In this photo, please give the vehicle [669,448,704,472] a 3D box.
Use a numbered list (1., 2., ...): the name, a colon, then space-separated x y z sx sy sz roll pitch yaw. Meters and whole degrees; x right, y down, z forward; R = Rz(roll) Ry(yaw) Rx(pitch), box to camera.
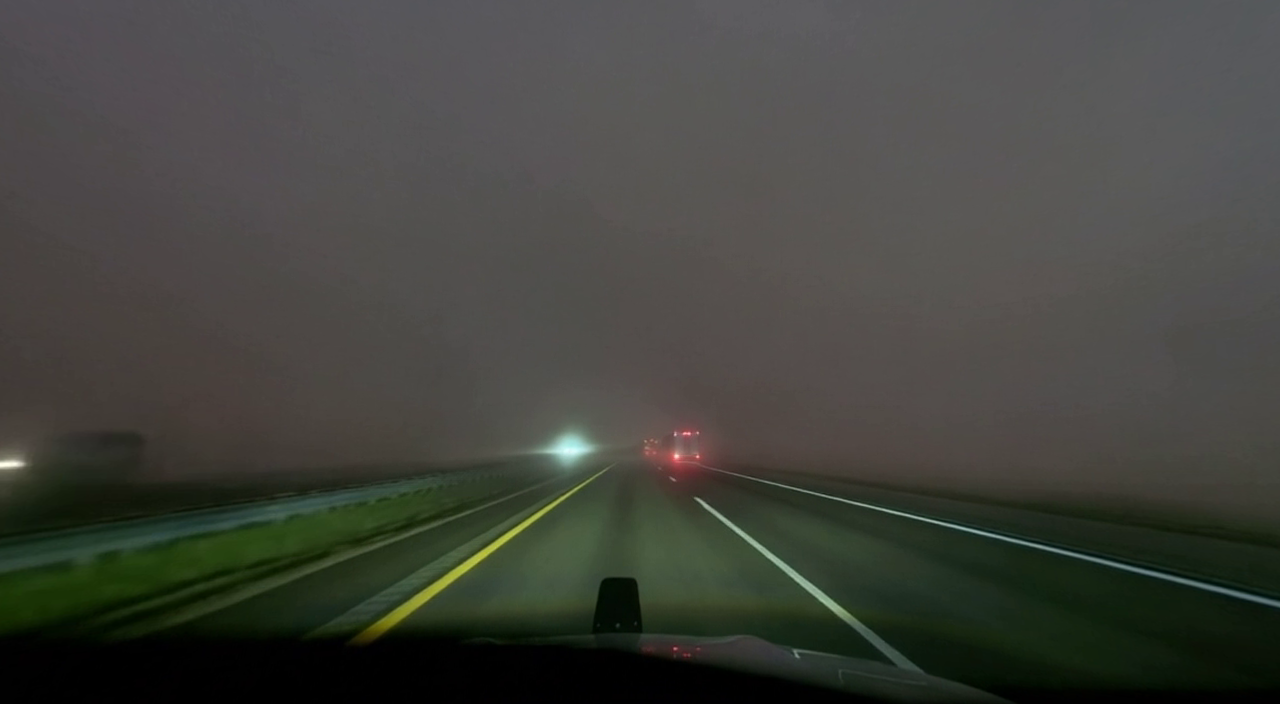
1. vehicle: 2.951 6.941 40.659 1.836 1.459 3.766 0 -9 -2
